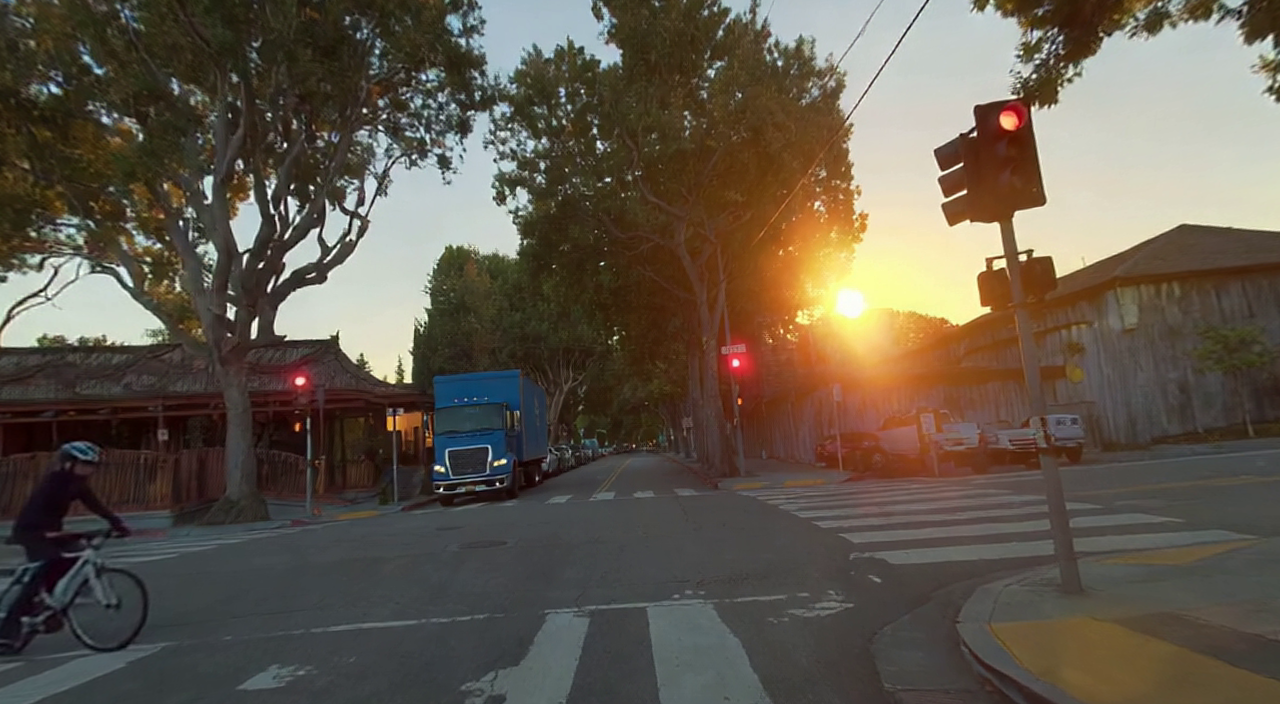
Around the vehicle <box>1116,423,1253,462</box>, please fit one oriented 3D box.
[{"bbox_3d":[24.944,4.161,29.020,4.268,1.695,2.053,0,-8,3],"label":"vehicle"}]

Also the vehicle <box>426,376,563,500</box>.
[{"bbox_3d":[-5.738,3.725,27.166,3.113,4.041,10.284,-6,-8,0],"label":"vehicle"}]

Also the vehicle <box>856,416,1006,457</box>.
[{"bbox_3d":[10.678,3.143,23.424,4.643,1.456,1.820,-1,-8,5],"label":"vehicle"}]
